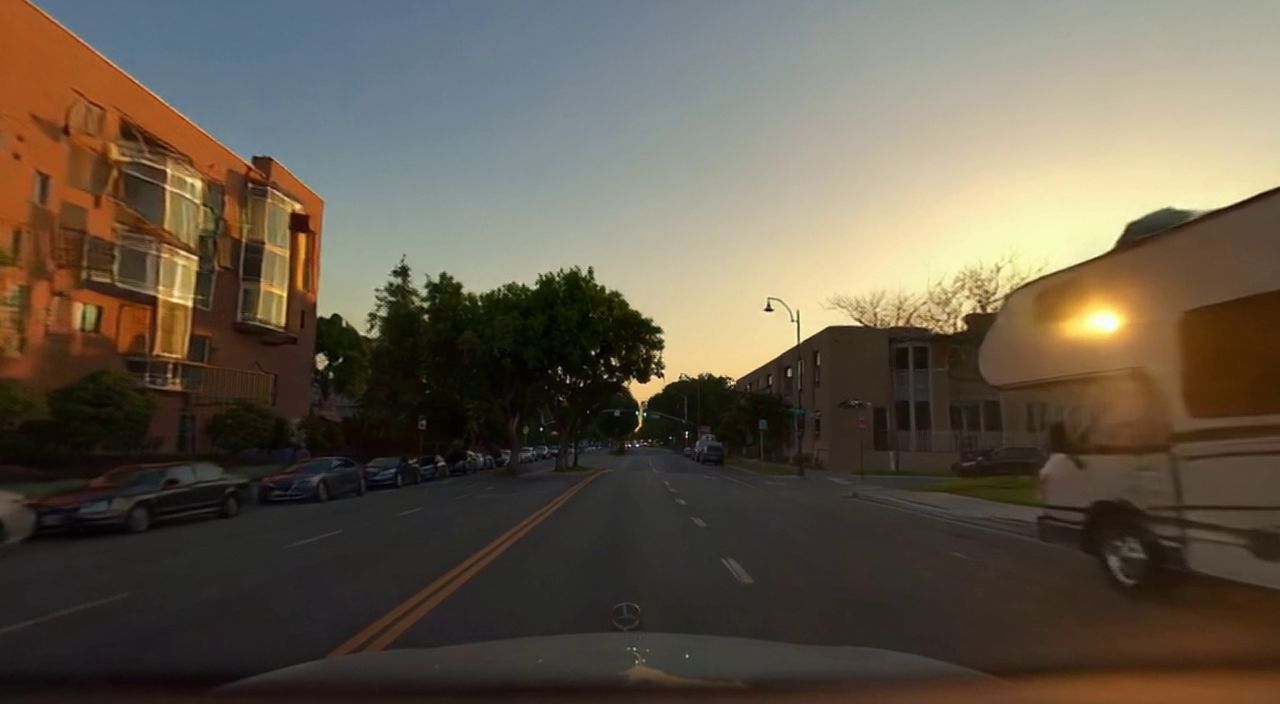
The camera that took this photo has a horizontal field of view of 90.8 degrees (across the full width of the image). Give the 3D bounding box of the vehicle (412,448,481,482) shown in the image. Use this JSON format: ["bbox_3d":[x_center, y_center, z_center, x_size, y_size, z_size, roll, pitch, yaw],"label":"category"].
[{"bbox_3d":[-10.136,5.933,33.575,1.995,1.564,5.321,0,-8,0],"label":"vehicle"}]

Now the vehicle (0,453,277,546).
[{"bbox_3d":[-10.021,2.899,13.189,1.959,1.451,4.990,0,-8,-1],"label":"vehicle"}]

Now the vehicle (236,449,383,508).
[{"bbox_3d":[-10.024,3.827,19.703,1.918,1.535,4.834,-1,-8,1],"label":"vehicle"}]

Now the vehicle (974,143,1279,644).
[{"bbox_3d":[6.078,0.106,3.189,3.102,3.473,9.734,0,-8,-2],"label":"vehicle"}]
